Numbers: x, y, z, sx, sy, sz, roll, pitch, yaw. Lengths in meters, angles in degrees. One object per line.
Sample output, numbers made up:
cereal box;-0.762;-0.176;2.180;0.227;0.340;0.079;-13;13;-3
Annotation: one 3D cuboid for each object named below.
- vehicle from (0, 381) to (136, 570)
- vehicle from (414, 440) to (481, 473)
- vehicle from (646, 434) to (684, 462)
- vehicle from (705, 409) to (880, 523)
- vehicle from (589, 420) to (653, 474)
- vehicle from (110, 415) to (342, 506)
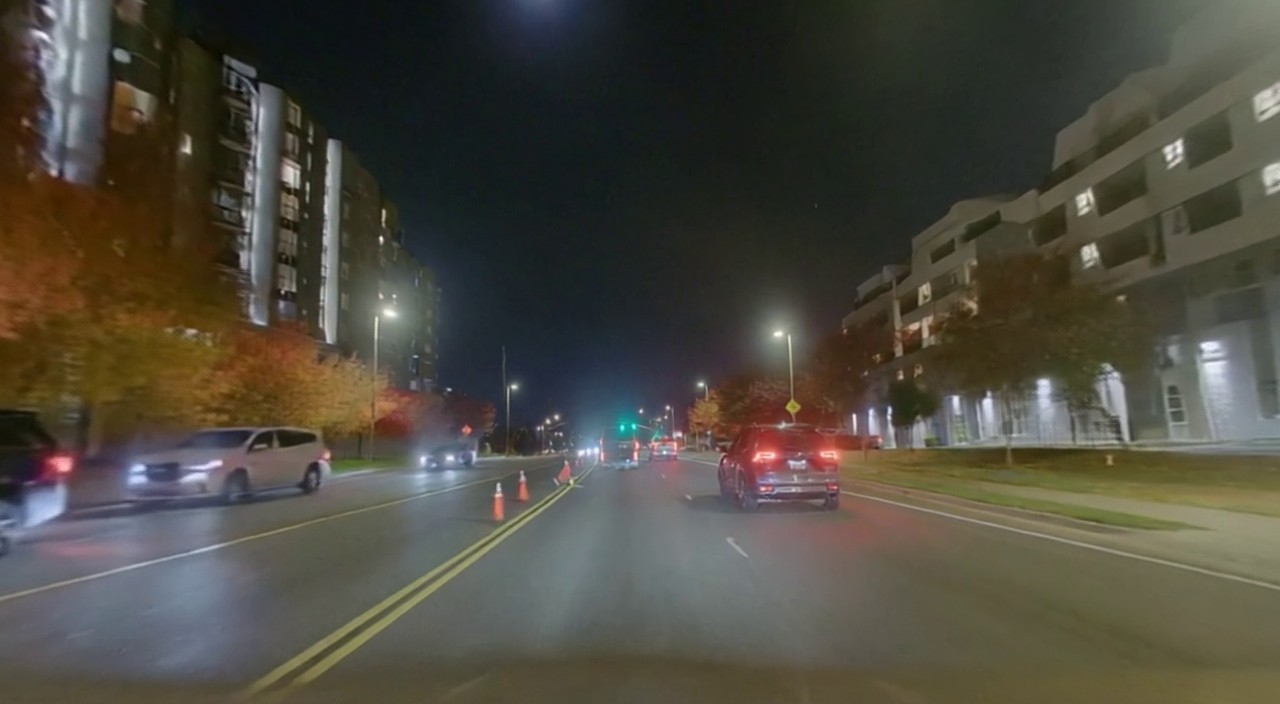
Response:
vehicle;-7.689;1.132;5.256;2.296;1.911;5.688;-2;-8;-1
vehicle;-9.666;5.266;31.885;1.997;1.512;4.322;0;-9;1
vehicle;1.715;6.832;44.602;2.187;1.835;5.471;1;-8;-3
vehicle;2.768;2.275;13.032;2.120;1.828;5.531;0;-9;-1
vehicle;-0.936;4.570;30.304;2.762;2.309;6.723;1;-9;-2
vehicle;-10.050;2.687;15.932;2.192;1.923;4.970;0;-9;5
